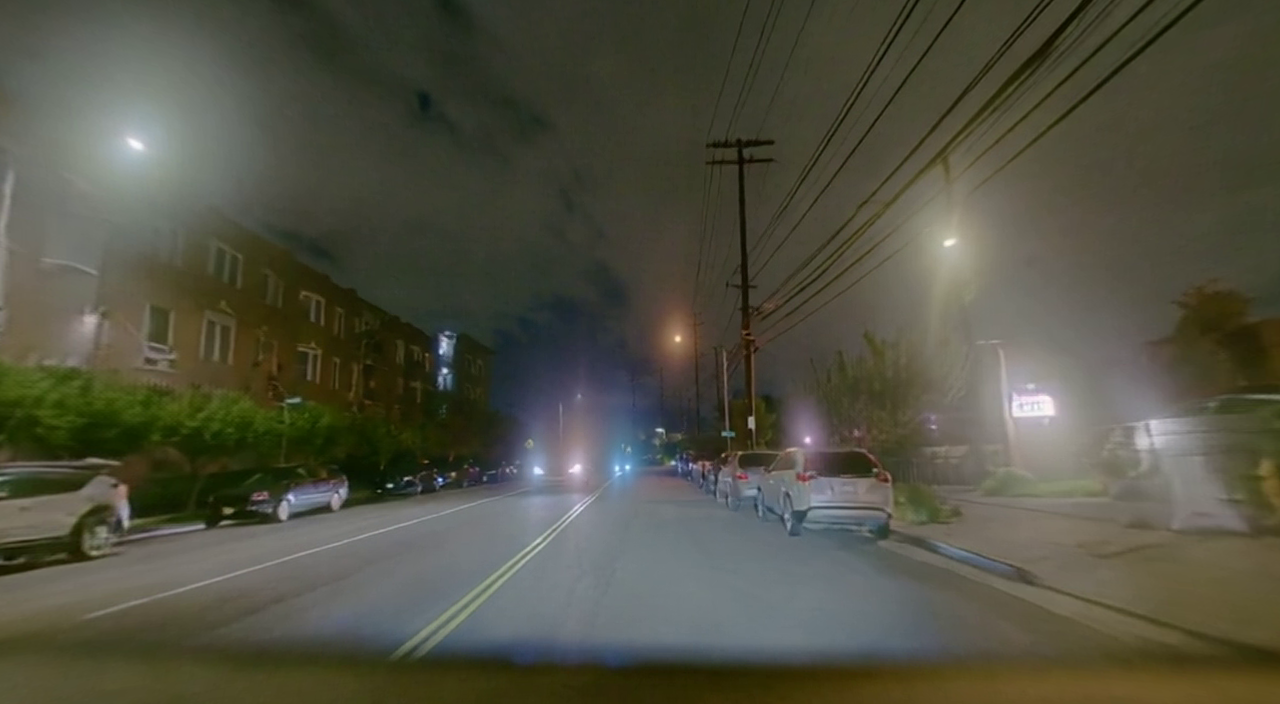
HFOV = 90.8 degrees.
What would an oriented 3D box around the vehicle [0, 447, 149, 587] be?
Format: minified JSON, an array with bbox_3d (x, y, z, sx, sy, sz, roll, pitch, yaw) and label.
[{"bbox_3d":[-9.581,2.164,8.494,4.138,1.732,2.015,3,-10,-20],"label":"vehicle"}]

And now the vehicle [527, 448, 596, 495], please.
[{"bbox_3d":[-3.064,4.781,25.697,2.103,1.721,4.473,0,-9,2],"label":"vehicle"}]

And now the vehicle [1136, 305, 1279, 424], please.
[{"bbox_3d":[11.421,0.291,10.268,4.959,1.638,2.089,0,-9,-2],"label":"vehicle"}]

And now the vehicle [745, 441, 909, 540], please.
[{"bbox_3d":[3.509,2.673,12.857,1.936,1.641,4.434,0,-9,0],"label":"vehicle"}]

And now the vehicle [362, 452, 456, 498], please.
[{"bbox_3d":[-11.295,6.025,31.404,2.322,2.037,5.030,-1,-9,6],"label":"vehicle"}]

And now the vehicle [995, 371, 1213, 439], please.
[{"bbox_3d":[11.522,1.391,15.939,3.857,1.457,1.950,-3,-7,3],"label":"vehicle"}]
